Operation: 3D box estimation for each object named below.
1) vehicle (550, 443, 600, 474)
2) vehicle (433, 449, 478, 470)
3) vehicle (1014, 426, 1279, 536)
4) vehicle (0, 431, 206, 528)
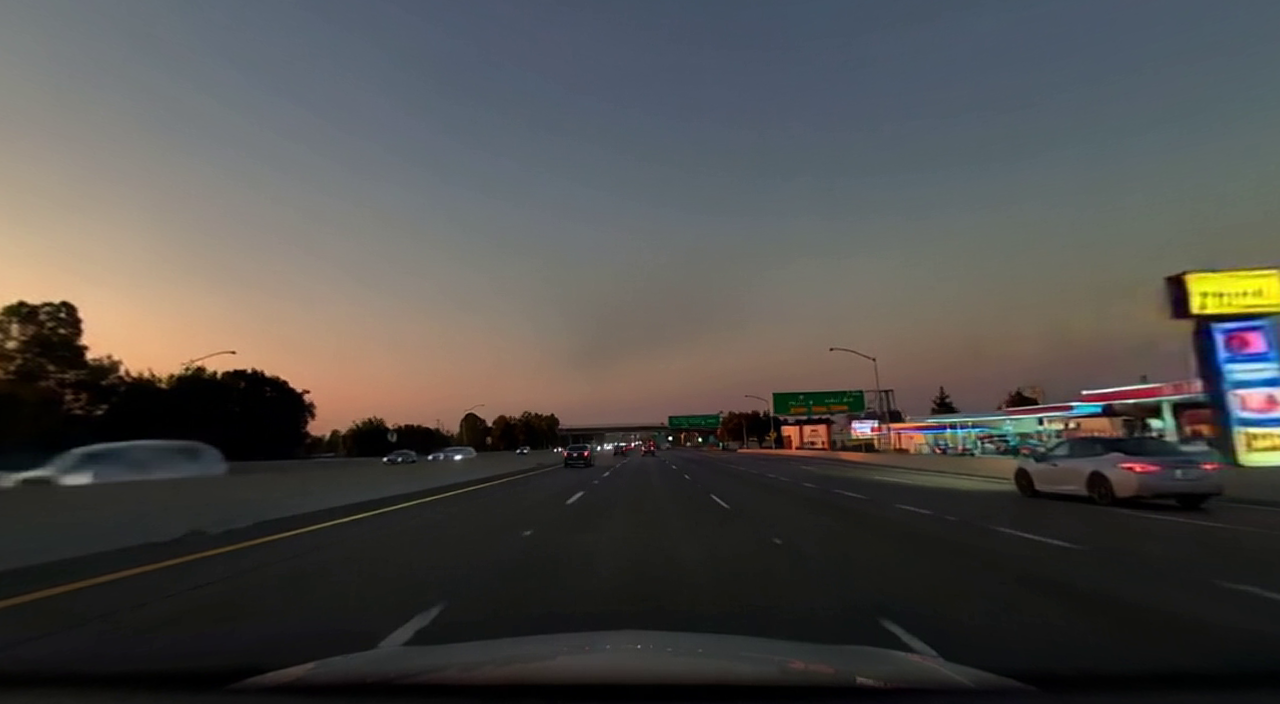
[{"bbox_3d":[-3.330,5.521,32.950,2.114,1.510,4.186,-1,-9,1],"label":"vehicle"},{"bbox_3d":[-13.869,8.089,47.734,1.926,1.473,4.838,-1,-9,1],"label":"vehicle"},{"bbox_3d":[8.864,2.110,10.992,1.909,1.467,4.940,-1,-9,4],"label":"vehicle"},{"bbox_3d":[-11.371,2.491,12.850,1.898,1.610,4.423,0,-9,0],"label":"vehicle"}]
